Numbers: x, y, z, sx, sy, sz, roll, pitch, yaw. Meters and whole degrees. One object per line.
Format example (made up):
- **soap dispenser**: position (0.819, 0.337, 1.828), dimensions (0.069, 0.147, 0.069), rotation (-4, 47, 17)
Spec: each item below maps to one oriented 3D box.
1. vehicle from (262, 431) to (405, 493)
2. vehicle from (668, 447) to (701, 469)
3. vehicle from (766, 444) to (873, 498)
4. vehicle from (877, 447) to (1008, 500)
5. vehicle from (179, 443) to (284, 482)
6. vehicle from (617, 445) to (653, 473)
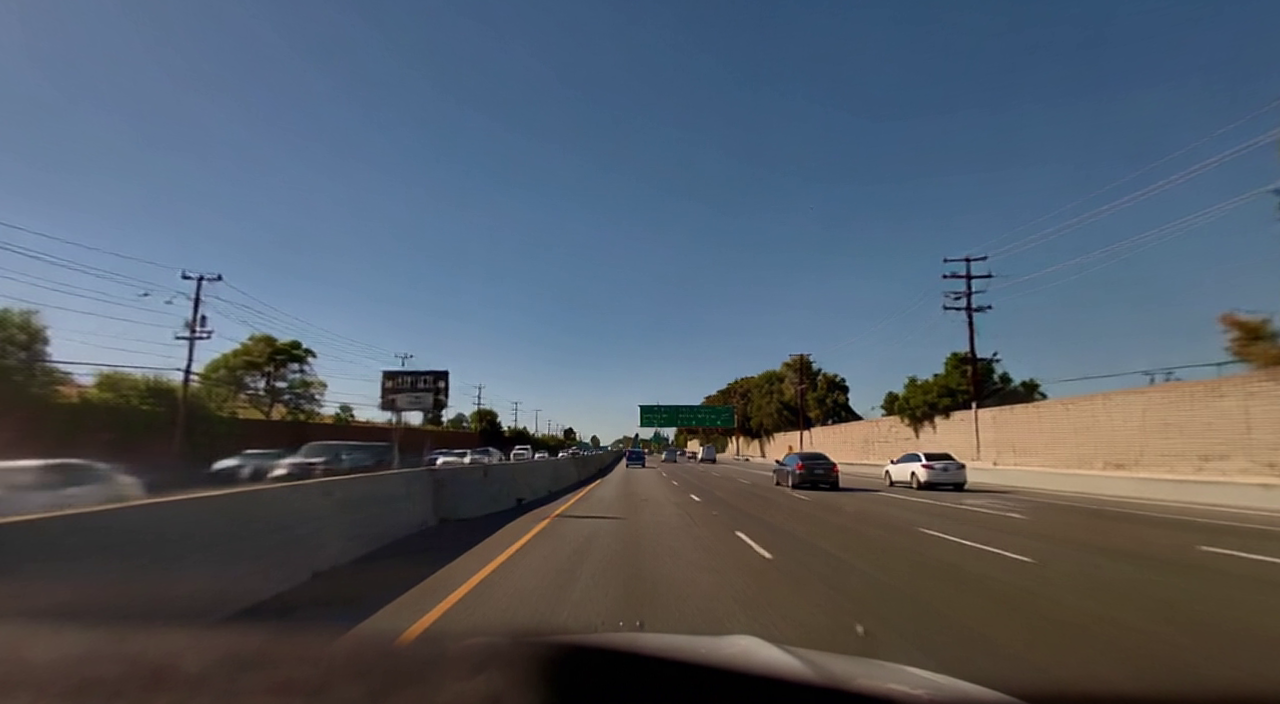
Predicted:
- **vehicle**: position (-9.662, 3.501, 20.463), dimensions (2.359, 1.762, 4.575), rotation (0, -9, -1)
- **vehicle**: position (3.089, 7.452, 44.655), dimensions (1.981, 1.480, 4.316), rotation (0, -9, -1)
- **vehicle**: position (5.537, 3.720, 20.223), dimensions (2.069, 1.520, 4.614), rotation (0, -9, 0)
- **vehicle**: position (9.551, 3.841, 20.438), dimensions (1.969, 1.506, 4.422), rotation (1, -9, -2)
- **vehicle**: position (-20.514, 5.559, 32.045), dimensions (2.009, 1.788, 4.848), rotation (0, -9, 1)
- **vehicle**: position (-0.289, 6.146, 36.627), dimensions (1.993, 1.506, 3.883), rotation (0, -8, -1)
